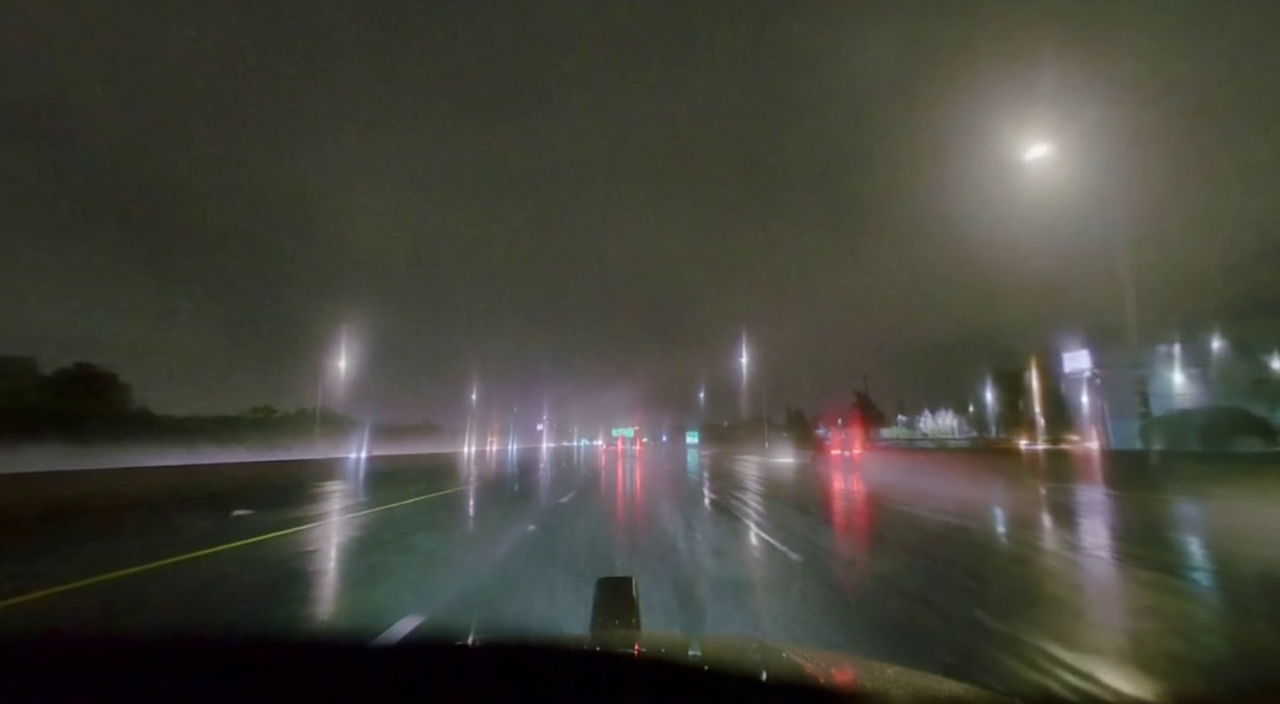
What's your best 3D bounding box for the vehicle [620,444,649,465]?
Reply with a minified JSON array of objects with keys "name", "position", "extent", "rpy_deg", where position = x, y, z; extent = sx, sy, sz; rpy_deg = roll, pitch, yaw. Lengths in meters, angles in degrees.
[{"name":"vehicle","position":[-0.458,7.797,48.226],"extent":[2.118,1.466,4.165],"rpy_deg":[0,-8,-2]}]
